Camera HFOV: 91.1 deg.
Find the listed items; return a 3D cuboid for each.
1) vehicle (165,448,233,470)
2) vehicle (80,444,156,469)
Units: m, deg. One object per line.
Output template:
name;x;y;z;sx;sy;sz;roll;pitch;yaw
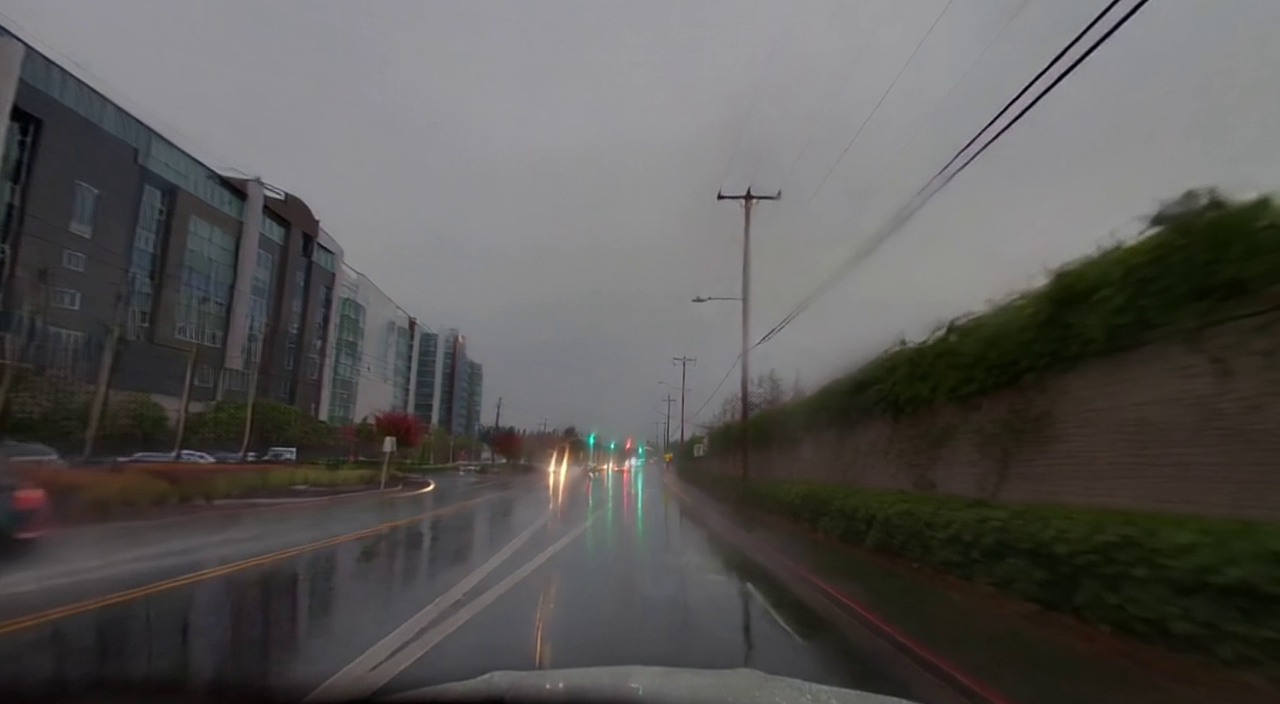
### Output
vehicle;-30.846;7.479;43.967;3.795;1.474;1.828;-3;-11;19
vehicle;-32.677;6.541;39.318;3.977;1.439;1.775;-3;-11;20
